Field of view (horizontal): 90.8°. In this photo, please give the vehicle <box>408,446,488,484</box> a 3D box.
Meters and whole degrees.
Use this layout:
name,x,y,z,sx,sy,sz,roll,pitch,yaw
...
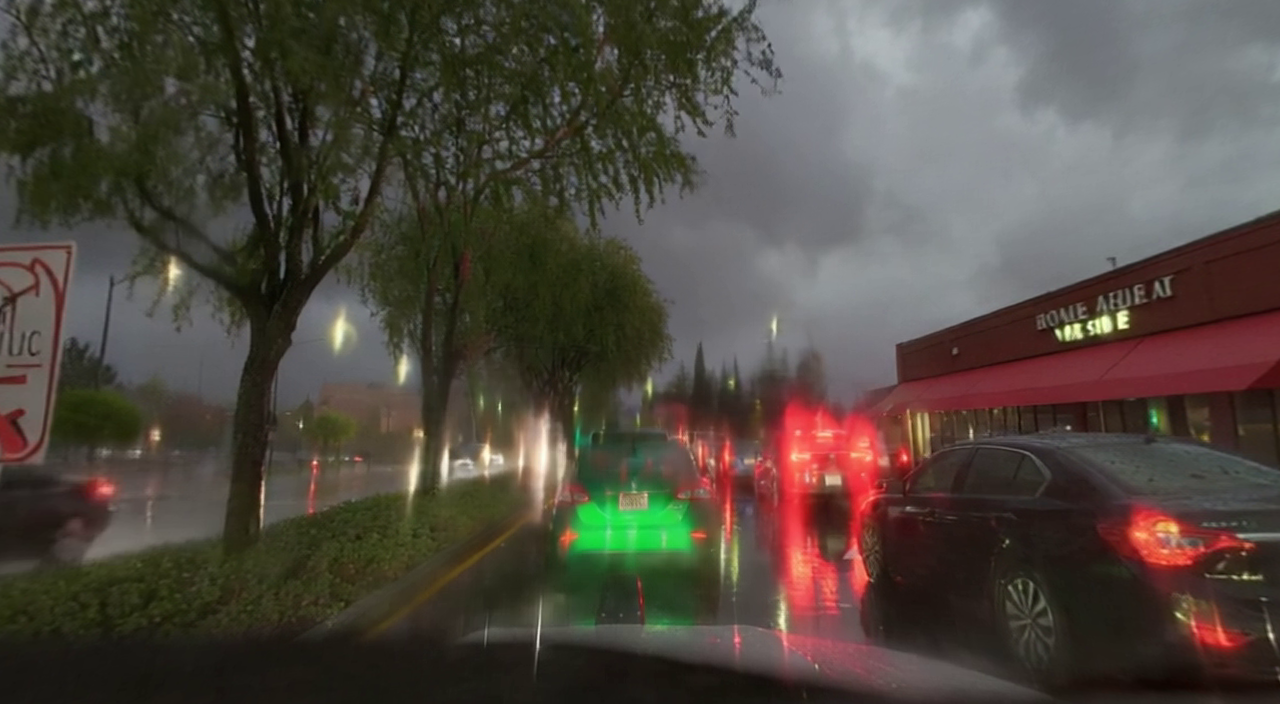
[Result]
name,x,y,z,sx,sy,sz,roll,pitch,yaw
vehicle,-8.275,4.897,27.679,2.169,1.477,4.168,0,-9,0

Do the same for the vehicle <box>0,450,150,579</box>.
name,x,y,z,sx,sy,sz,roll,pitch,yaw
vehicle,-8.109,1.825,7.033,1.850,1.417,4.321,0,-9,0

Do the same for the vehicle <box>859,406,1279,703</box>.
name,x,y,z,sx,sy,sz,roll,pitch,yaw
vehicle,3.303,1.255,4.484,1.988,1.480,4.195,0,-9,0

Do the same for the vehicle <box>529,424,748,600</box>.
name,x,y,z,sx,sy,sz,roll,pitch,yaw
vehicle,-0.025,1.652,7.293,1.887,1.487,3.535,0,-9,0

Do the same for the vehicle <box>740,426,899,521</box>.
name,x,y,z,sx,sy,sz,roll,pitch,yaw
vehicle,3.535,2.481,13.425,2.025,1.660,4.263,0,-9,-1
